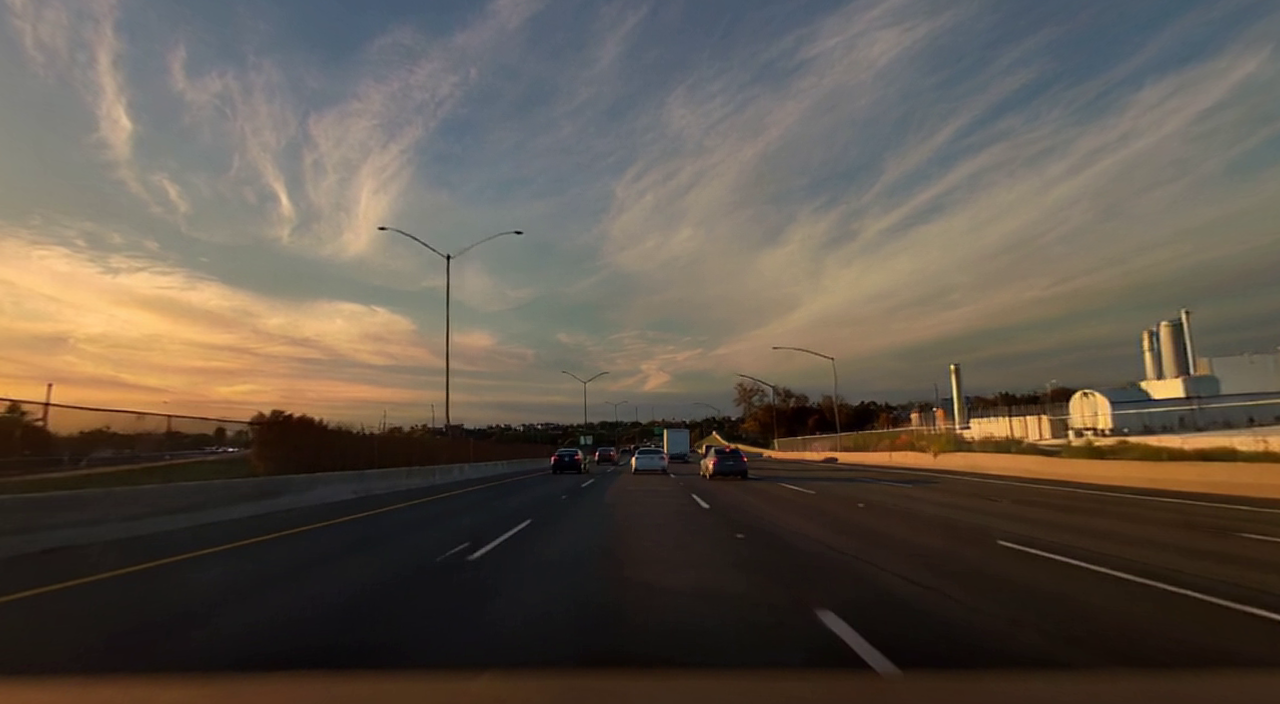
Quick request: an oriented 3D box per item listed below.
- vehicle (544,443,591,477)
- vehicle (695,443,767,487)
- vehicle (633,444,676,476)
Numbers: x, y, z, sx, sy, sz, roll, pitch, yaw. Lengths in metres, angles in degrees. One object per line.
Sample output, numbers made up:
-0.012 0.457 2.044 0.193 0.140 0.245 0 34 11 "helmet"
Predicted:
-3.874 5.815 34.192 2.036 1.669 4.112 0 -8 0 "vehicle"
3.281 4.150 23.607 1.942 1.453 4.329 0 -8 -1 "vehicle"
0.735 5.647 33.323 2.067 1.555 4.851 0 -8 1 "vehicle"
